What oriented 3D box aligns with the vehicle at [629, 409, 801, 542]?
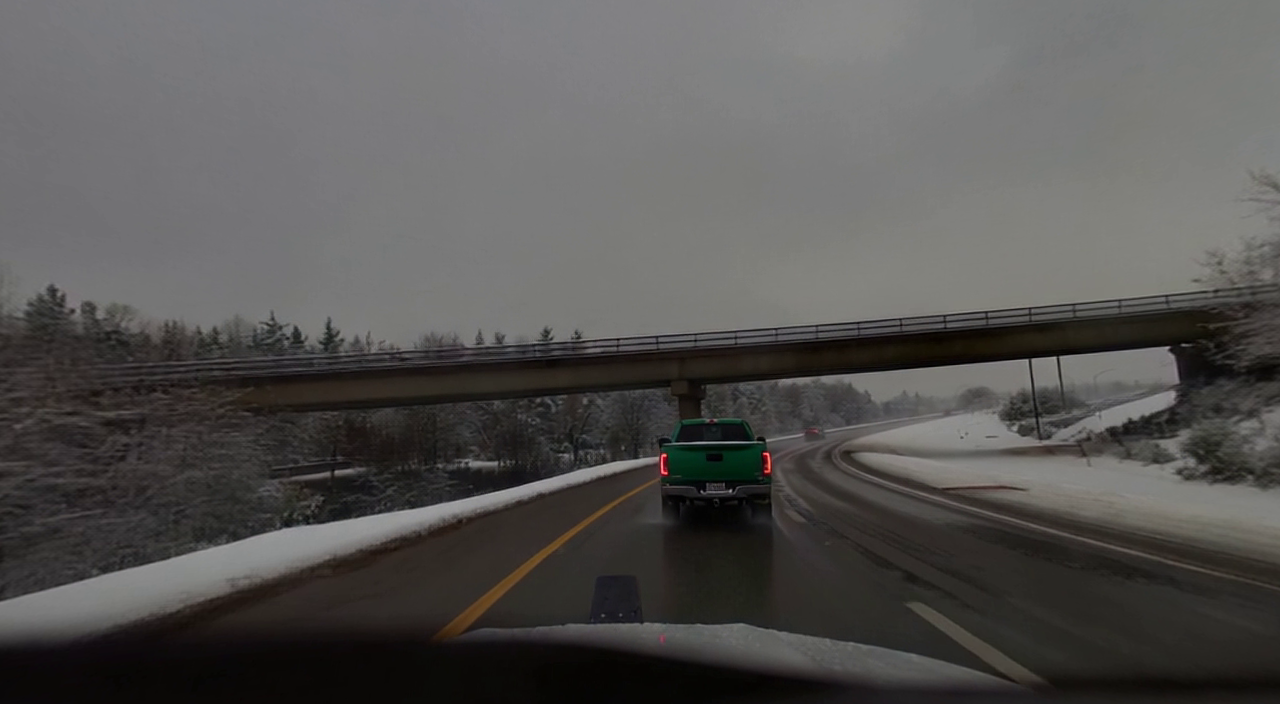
[{"bbox_3d":[1.218,1.942,10.514,2.235,1.716,4.435,-1,-9,7],"label":"vehicle"}]
